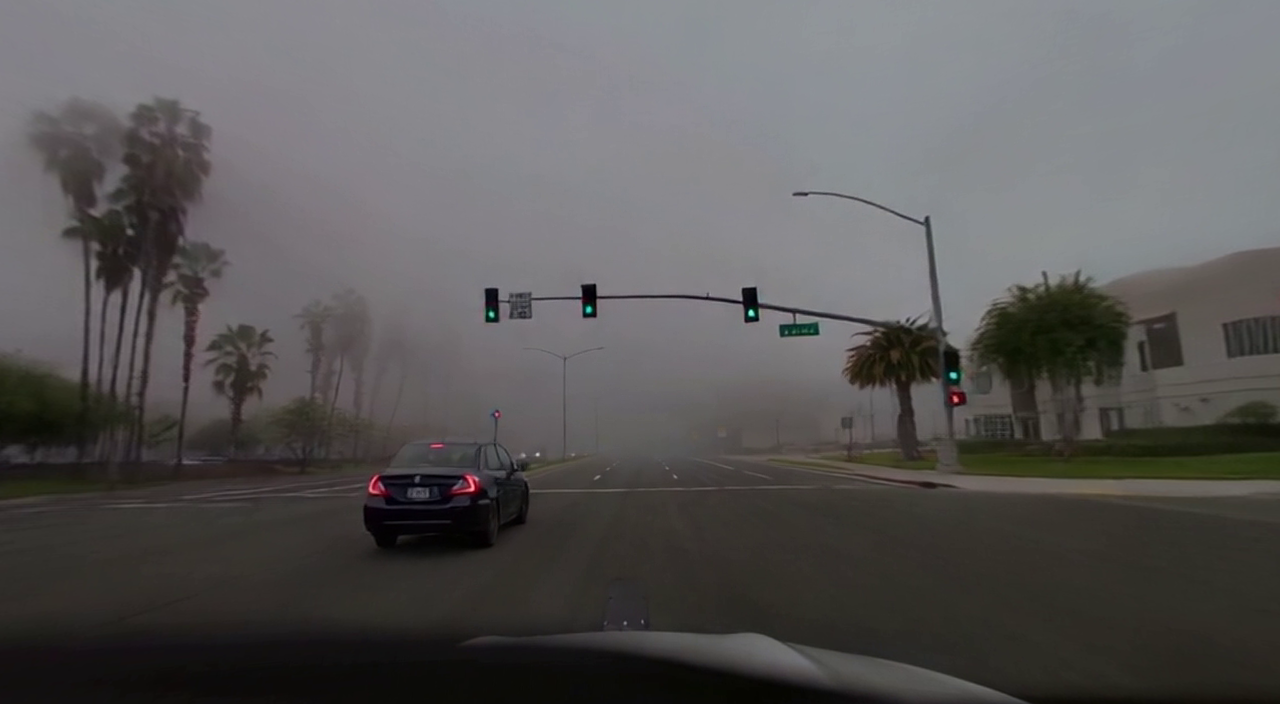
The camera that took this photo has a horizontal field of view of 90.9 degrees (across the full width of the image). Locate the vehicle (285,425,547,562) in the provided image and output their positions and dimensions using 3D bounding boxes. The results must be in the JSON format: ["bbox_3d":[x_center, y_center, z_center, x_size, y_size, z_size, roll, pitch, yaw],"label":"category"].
[{"bbox_3d":[-2.925,1.973,9.665,2.162,1.549,4.795,0,-8,1],"label":"vehicle"}]

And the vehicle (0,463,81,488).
[{"bbox_3d":[-43.588,8.868,45.652,1.864,1.556,4.664,0,-8,1],"label":"vehicle"}]
